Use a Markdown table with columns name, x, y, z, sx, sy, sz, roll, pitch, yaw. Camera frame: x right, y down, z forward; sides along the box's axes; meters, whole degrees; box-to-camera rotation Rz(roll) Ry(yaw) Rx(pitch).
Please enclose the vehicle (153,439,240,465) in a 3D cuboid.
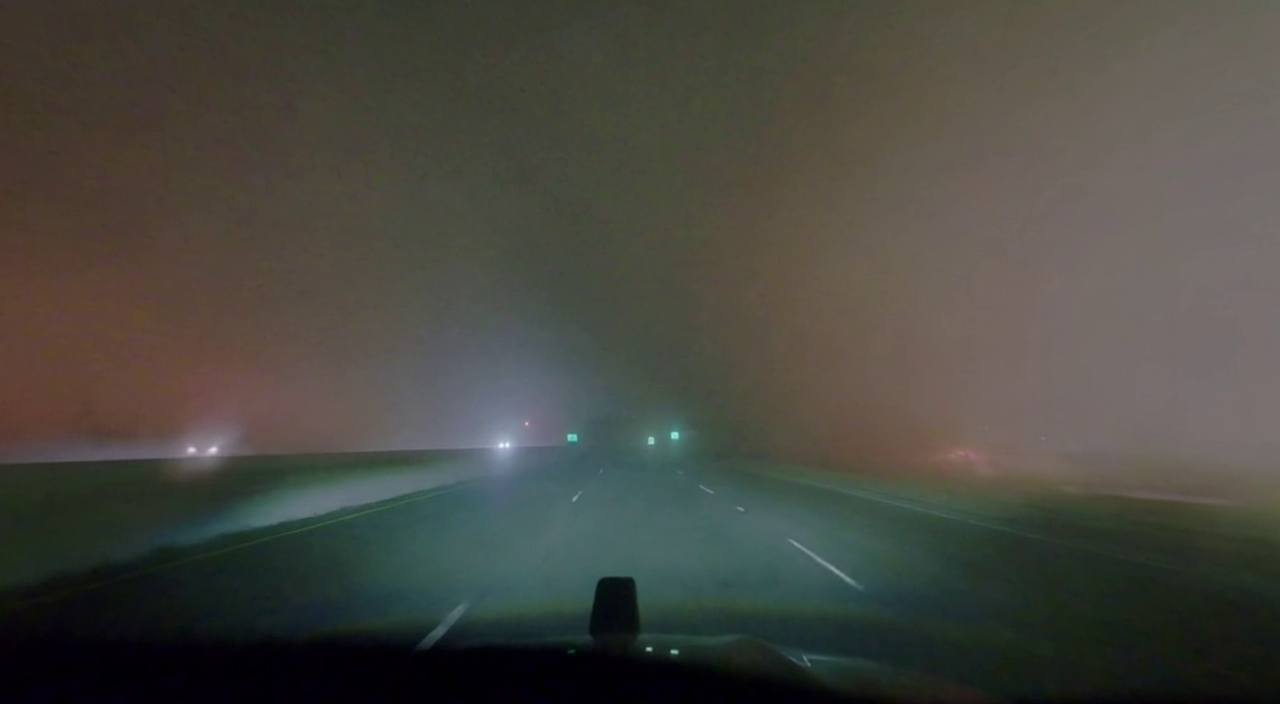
| name | x | y | z | sx | sy | sz | roll | pitch | yaw |
| --- | --- | --- | --- | --- | --- | --- | --- | --- | --- |
| vehicle | -27.870 | 6.280 | 39.781 | 2.031 | 1.480 | 4.698 | -1 | -8 | 1 |
